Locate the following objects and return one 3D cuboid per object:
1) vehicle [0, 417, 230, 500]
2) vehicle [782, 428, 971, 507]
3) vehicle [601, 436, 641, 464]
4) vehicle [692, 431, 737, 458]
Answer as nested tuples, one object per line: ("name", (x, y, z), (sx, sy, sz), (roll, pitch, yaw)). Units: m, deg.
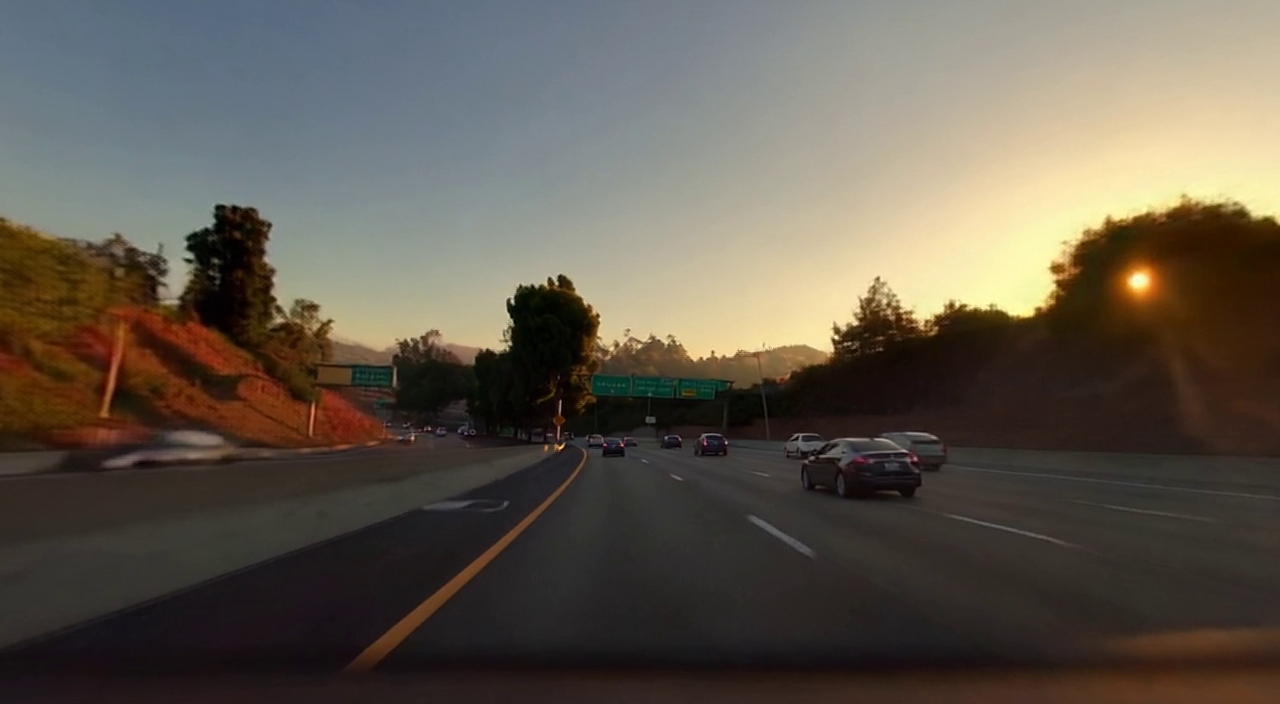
("vehicle", (-12.470, 2.531, 15.313), (1.954, 1.693, 4.417), (0, -9, 1))
("vehicle", (5.090, 2.562, 14.526), (2.196, 1.494, 4.735), (1, -9, -5))
("vehicle", (-1.150, 5.678, 36.818), (2.090, 1.510, 4.280), (1, -9, -5))
("vehicle", (4.803, 6.024, 41.195), (2.094, 1.652, 3.955), (1, -9, -5))
